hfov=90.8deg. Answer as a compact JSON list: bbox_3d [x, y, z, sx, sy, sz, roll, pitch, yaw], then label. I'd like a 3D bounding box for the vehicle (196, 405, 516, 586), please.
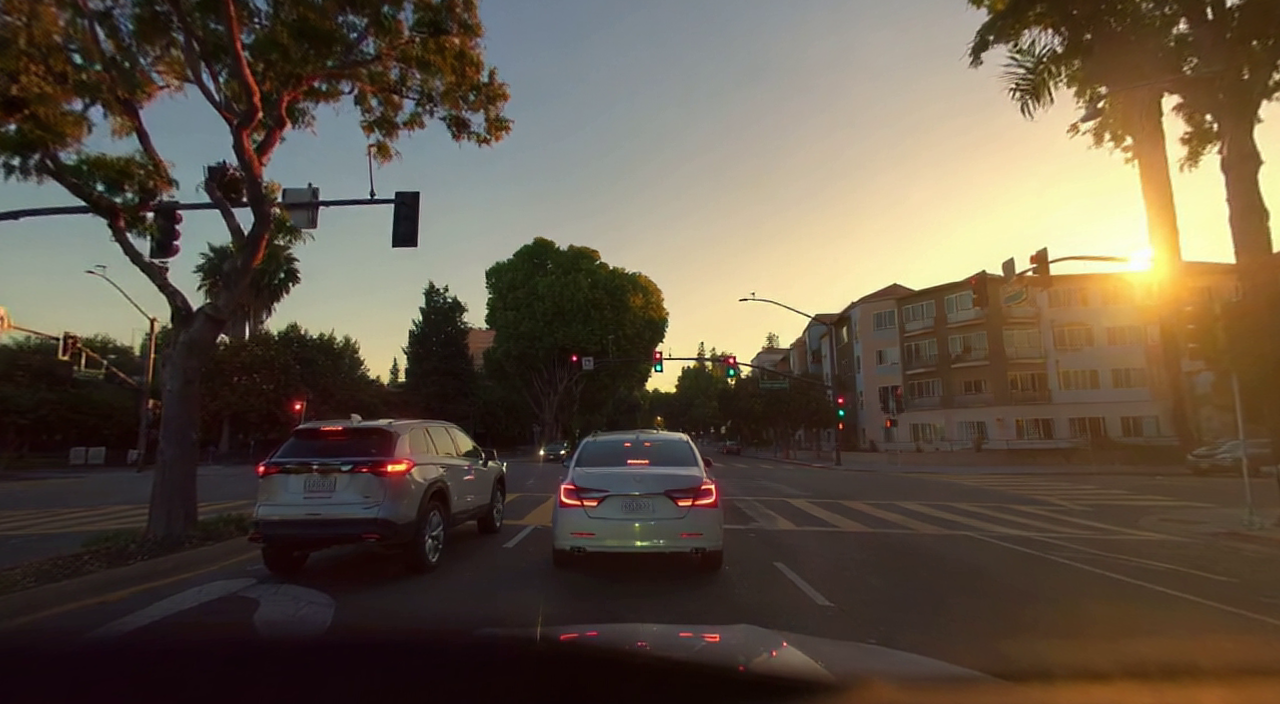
[{"bbox_3d":[-3.174,1.704,8.343,2.081,1.719,4.434,0,-8,1],"label":"vehicle"}]

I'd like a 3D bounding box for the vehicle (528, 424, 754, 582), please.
[{"bbox_3d":[0.024,1.762,8.146,2.190,1.522,3.850,0,-8,1],"label":"vehicle"}]
